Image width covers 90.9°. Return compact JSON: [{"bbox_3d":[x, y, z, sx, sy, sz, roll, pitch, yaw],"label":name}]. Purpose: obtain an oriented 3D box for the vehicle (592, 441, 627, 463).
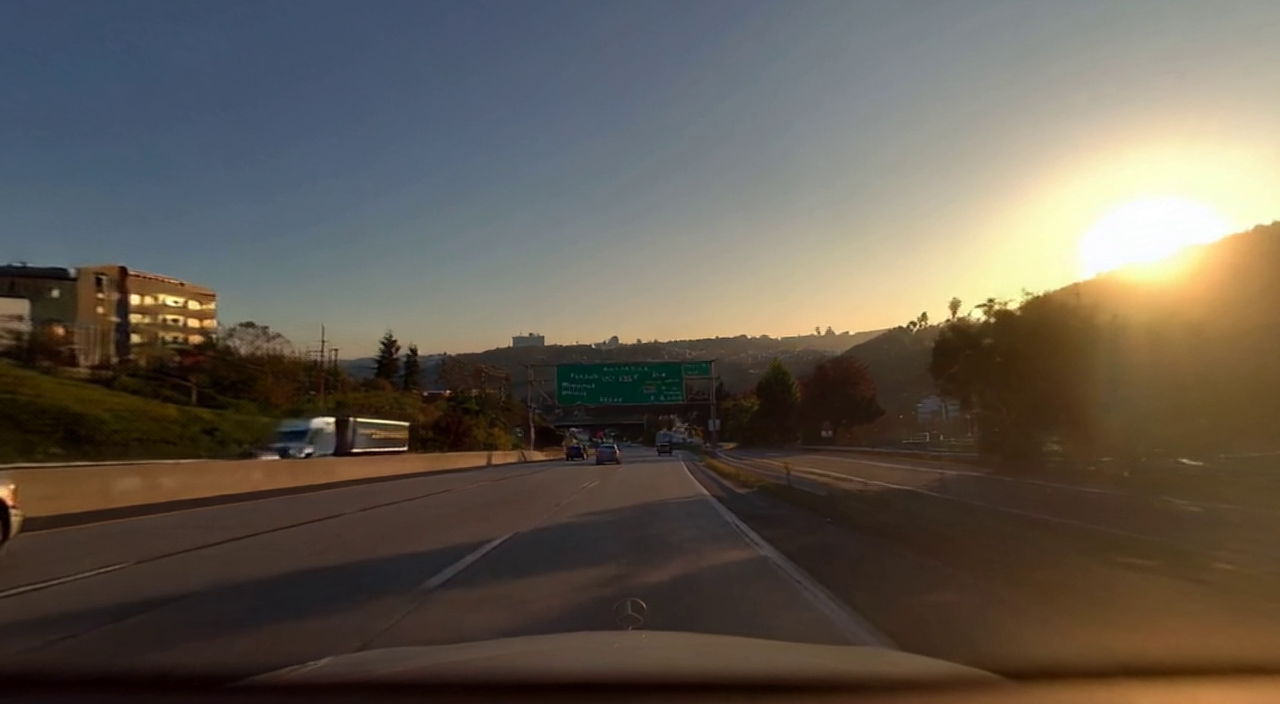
[{"bbox_3d":[-2.128,7.190,45.569,2.112,1.489,4.266,-1,-8,3],"label":"vehicle"}]
